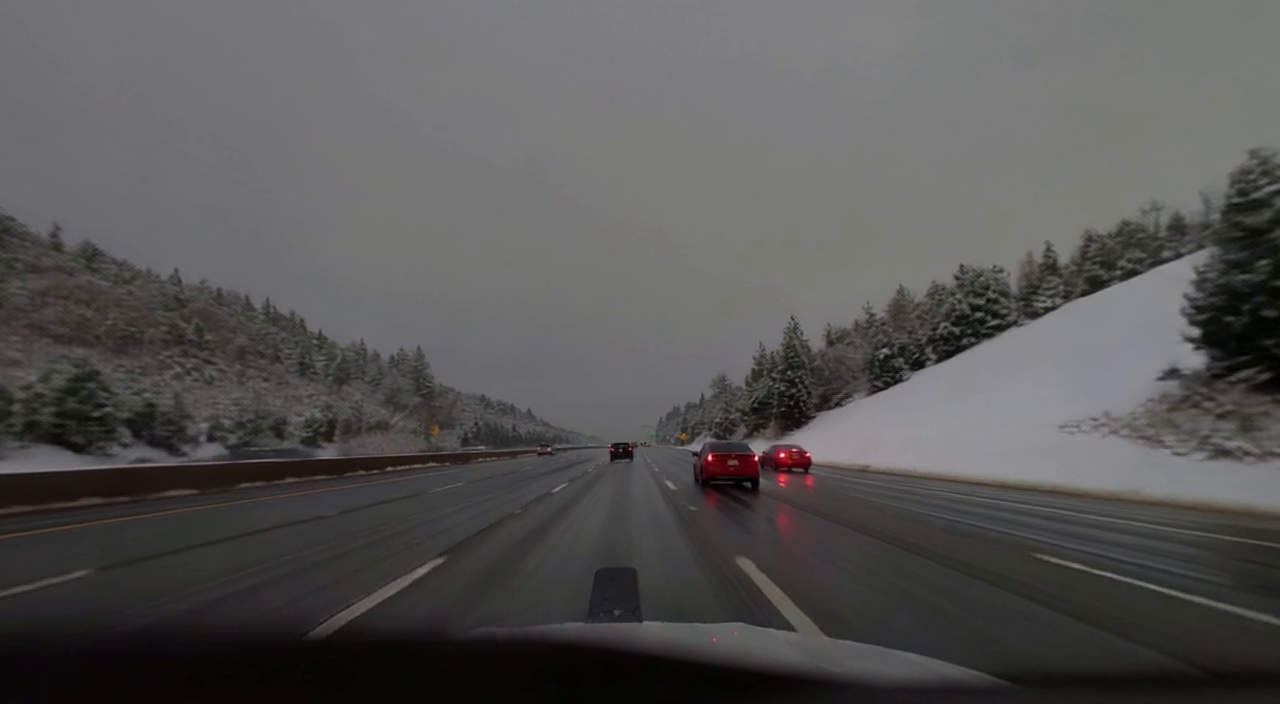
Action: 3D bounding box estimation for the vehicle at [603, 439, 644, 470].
[{"bbox_3d":[-0.917,5.972,36.963,2.277,1.675,4.023,0,-8,0],"label":"vehicle"}]

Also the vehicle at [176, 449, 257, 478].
[{"bbox_3d":[-29.843,7.840,44.758,2.091,1.799,5.192,0,-8,0],"label":"vehicle"}]

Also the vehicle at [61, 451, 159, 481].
[{"bbox_3d":[-33.726,7.241,40.418,1.899,1.763,5.026,0,-8,0],"label":"vehicle"}]

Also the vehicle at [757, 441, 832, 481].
[{"bbox_3d":[6.156,4.386,25.670,1.845,1.452,4.352,0,-8,-2],"label":"vehicle"}]

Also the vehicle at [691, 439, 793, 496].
[{"bbox_3d":[2.883,3.388,19.024,2.120,1.492,4.734,0,-8,-2],"label":"vehicle"}]
